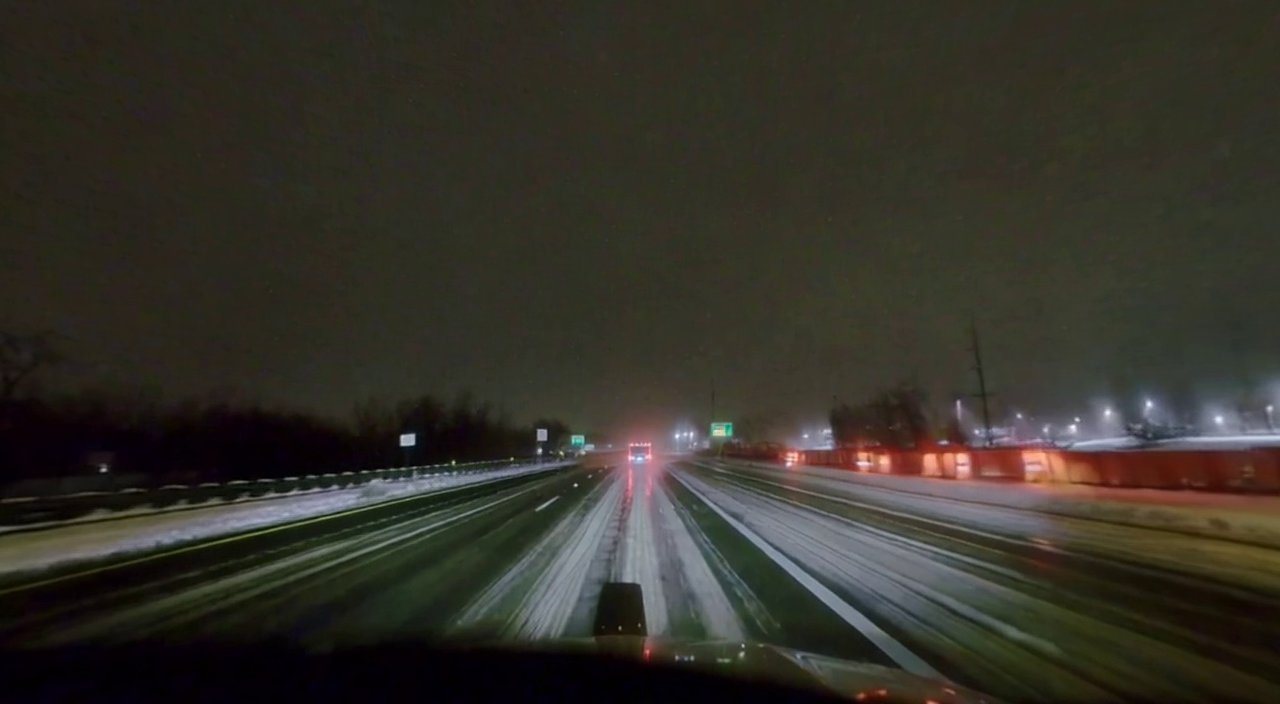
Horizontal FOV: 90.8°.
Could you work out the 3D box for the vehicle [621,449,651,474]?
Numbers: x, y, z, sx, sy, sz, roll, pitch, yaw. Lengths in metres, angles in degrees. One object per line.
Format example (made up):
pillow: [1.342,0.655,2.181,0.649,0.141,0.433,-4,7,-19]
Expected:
vehicle: [-0.199,6.574,38.162,1.695,1.437,3.506,0,-9,1]
